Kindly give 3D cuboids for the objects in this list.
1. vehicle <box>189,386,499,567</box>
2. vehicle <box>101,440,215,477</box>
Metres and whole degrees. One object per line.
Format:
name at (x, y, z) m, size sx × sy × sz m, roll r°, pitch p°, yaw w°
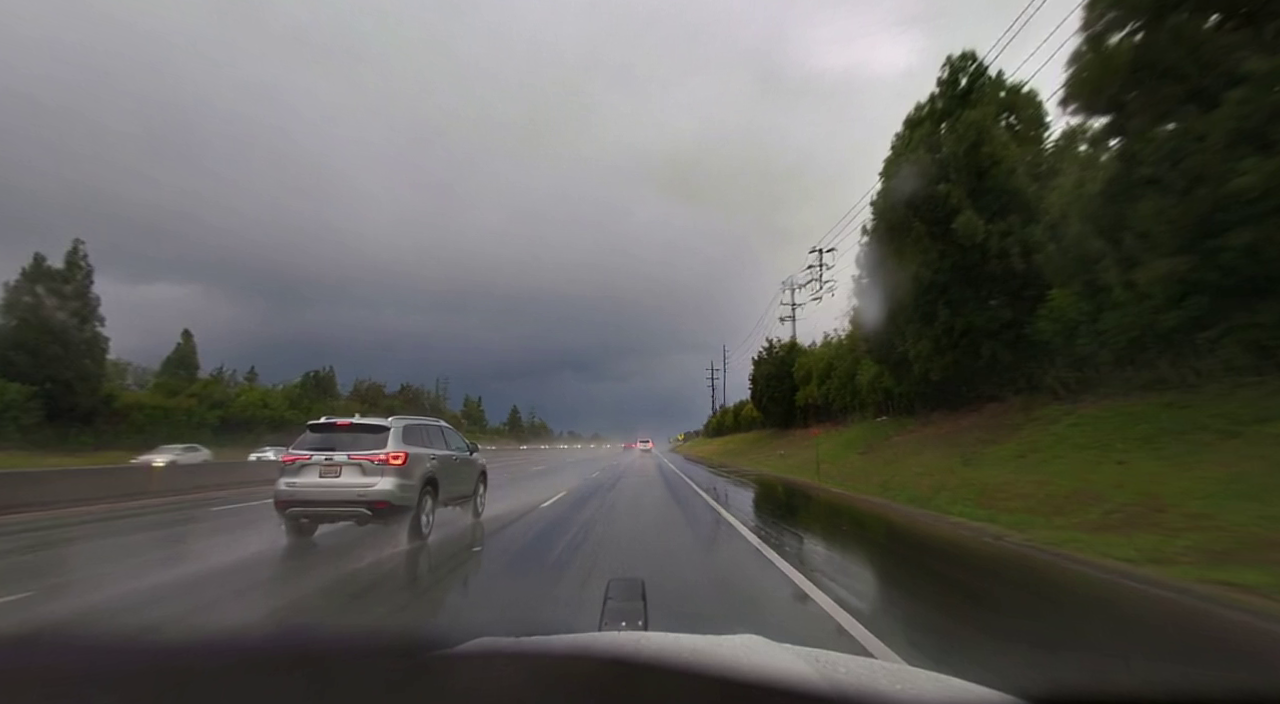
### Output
vehicle at (-3.830, 1.731, 9.528) m, size 2.136 × 1.975 × 5.037 m, roll 0°, pitch -8°, yaw 1°
vehicle at (-26.037, 5.740, 34.372) m, size 1.989 × 1.875 × 5.281 m, roll 0°, pitch -8°, yaw 1°
